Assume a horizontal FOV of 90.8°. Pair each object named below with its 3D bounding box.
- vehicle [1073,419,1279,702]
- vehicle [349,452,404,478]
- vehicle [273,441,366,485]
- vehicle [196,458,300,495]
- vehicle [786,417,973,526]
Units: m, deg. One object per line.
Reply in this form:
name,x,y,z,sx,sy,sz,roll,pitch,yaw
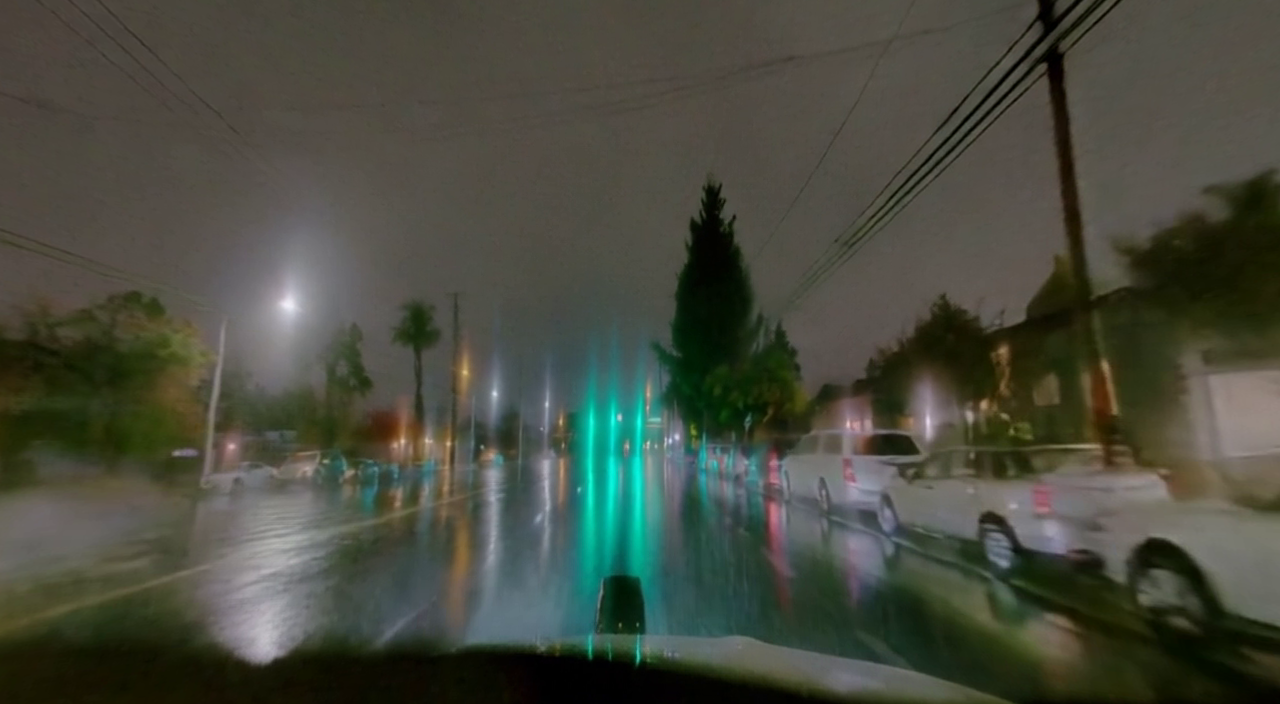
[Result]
vehicle,4.459,1.005,2.630,1.927,1.523,4.668,0,-9,-1
vehicle,-17.770,7.633,42.870,1.871,1.596,4.114,0,-9,1
vehicle,-17.842,6.202,35.547,2.360,2.225,5.385,0,-9,0
vehicle,-17.814,5.661,28.977,1.921,1.480,4.392,0,-9,0
vehicle,4.483,2.332,12.764,1.926,1.778,4.568,0,-9,-1
